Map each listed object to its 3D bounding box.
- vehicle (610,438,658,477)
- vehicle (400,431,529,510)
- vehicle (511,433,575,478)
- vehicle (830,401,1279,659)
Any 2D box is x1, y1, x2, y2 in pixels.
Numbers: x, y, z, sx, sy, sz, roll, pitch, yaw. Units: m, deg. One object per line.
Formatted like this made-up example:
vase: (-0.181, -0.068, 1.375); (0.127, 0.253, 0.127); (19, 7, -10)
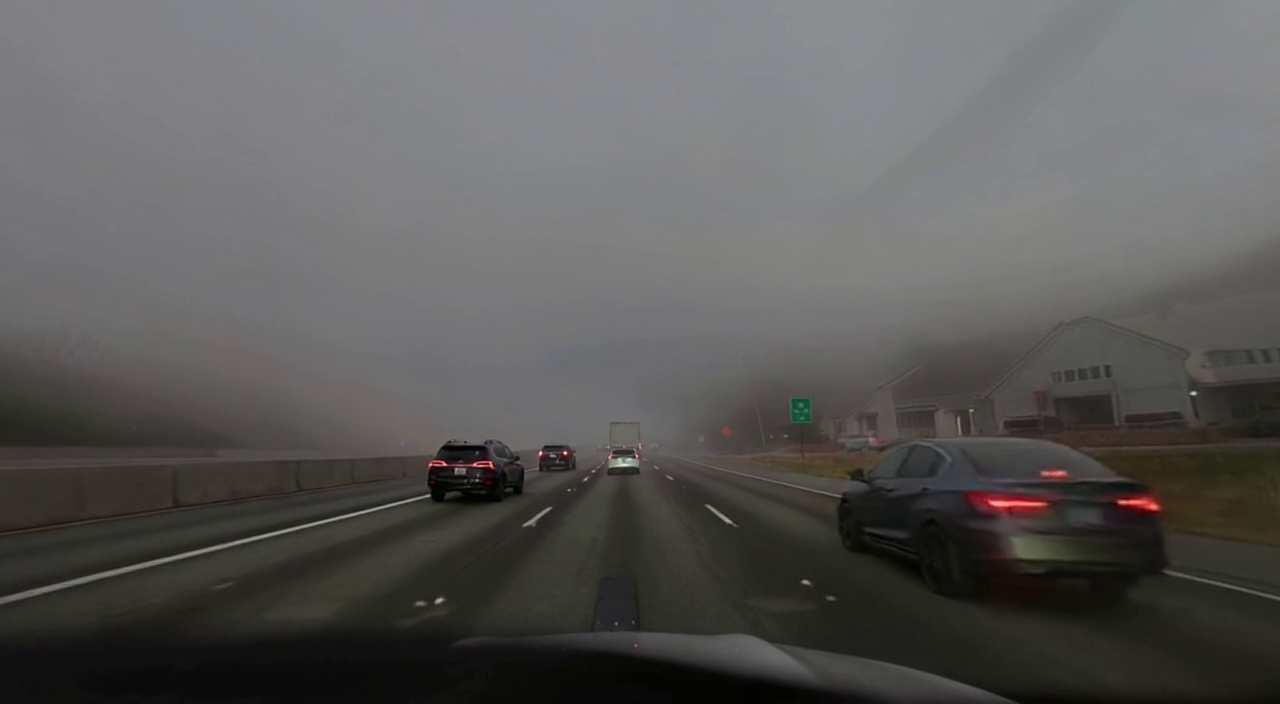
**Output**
vehicle: (-0.301, 4.907, 29.592); (2.063, 1.703, 4.203); (0, -9, -1)
vehicle: (-4.064, 2.820, 15.429); (1.988, 1.668, 4.021); (0, -9, 0)
vehicle: (-4.540, 4.966, 30.529); (2.301, 1.944, 5.482); (0, -9, -1)
vehicle: (3.533, 1.403, 6.044); (2.027, 1.554, 4.252); (0, -9, -1)
